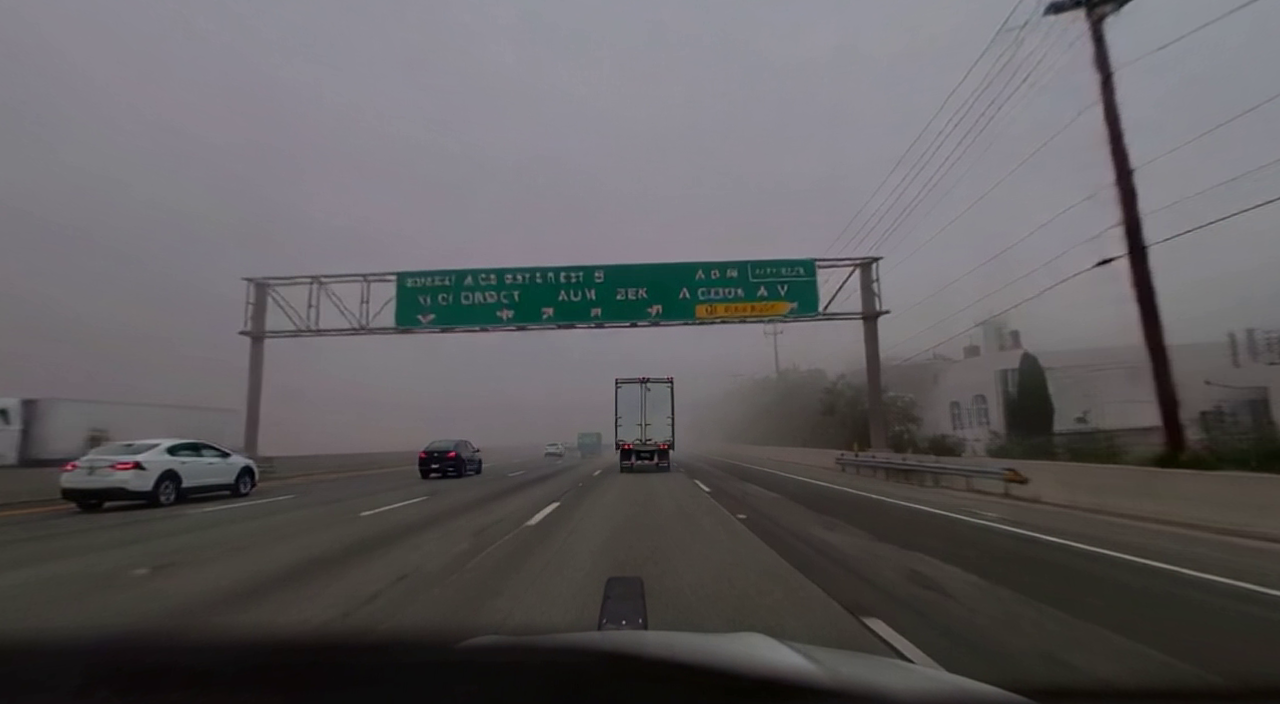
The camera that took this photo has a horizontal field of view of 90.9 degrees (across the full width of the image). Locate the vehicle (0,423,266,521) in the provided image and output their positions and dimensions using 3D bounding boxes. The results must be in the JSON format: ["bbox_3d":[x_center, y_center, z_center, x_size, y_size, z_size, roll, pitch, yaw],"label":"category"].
[{"bbox_3d":[-10.900,2.577,14.068,2.046,1.779,4.752,0,-9,2],"label":"vehicle"}]

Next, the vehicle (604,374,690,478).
[{"bbox_3d":[0.145,3.291,26.794,2.941,3.604,9.851,0,-9,-1],"label":"vehicle"}]

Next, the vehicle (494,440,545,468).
[{"bbox_3d":[-6.666,5.701,35.290,1.933,1.459,4.478,0,-9,0],"label":"vehicle"}]

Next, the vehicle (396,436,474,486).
[{"bbox_3d":[-7.025,3.756,21.931,1.736,1.580,2.778,0,-9,0],"label":"vehicle"}]
